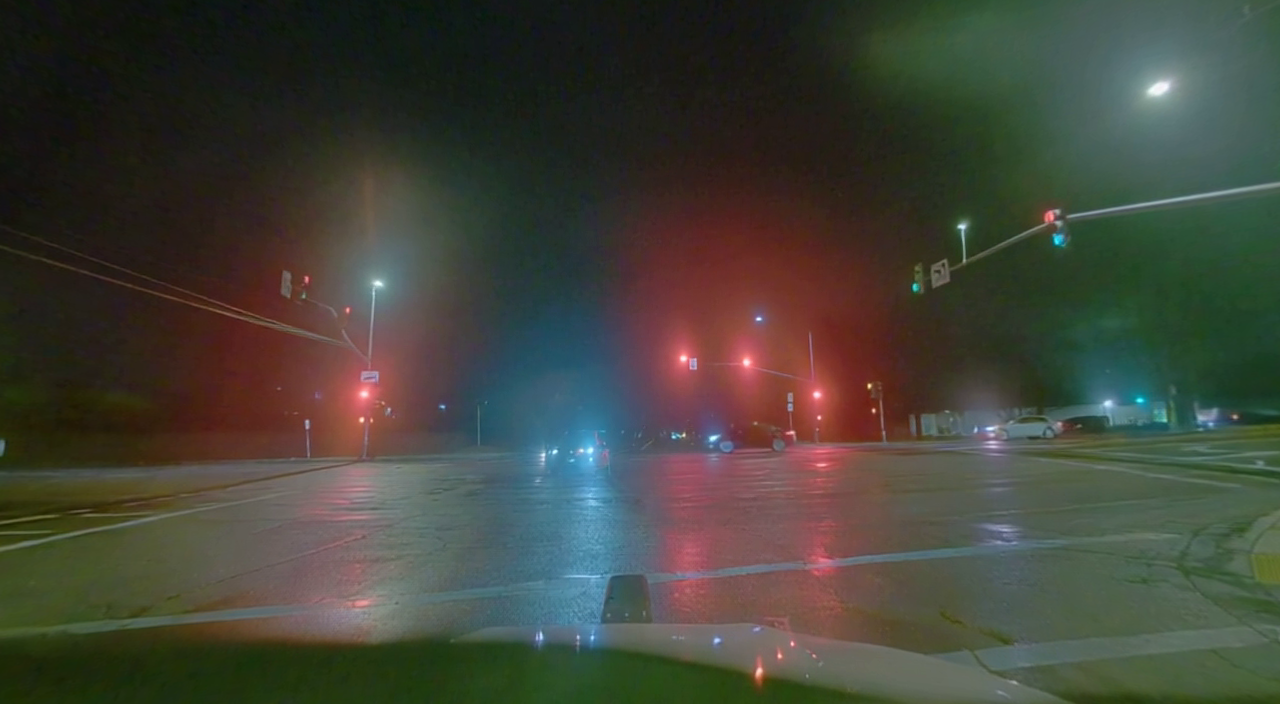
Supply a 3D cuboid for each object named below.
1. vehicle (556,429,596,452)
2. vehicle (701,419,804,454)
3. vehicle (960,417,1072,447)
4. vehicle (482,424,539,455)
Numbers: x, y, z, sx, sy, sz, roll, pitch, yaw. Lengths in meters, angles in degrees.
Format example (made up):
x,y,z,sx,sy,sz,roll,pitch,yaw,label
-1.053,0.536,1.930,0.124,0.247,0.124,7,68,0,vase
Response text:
x,y,z,sx,sy,sz,roll,pitch,yaw,label
-4.387,6.168,43.768,1.919,1.467,4.086,-1,-9,6,vehicle
5.262,4.019,29.806,4.407,1.569,1.859,1,-9,-5,vehicle
18.721,4.041,31.503,4.510,1.431,1.884,1,-9,-7,vehicle
-8.290,5.733,40.892,2.000,1.864,5.044,-1,-9,7,vehicle
